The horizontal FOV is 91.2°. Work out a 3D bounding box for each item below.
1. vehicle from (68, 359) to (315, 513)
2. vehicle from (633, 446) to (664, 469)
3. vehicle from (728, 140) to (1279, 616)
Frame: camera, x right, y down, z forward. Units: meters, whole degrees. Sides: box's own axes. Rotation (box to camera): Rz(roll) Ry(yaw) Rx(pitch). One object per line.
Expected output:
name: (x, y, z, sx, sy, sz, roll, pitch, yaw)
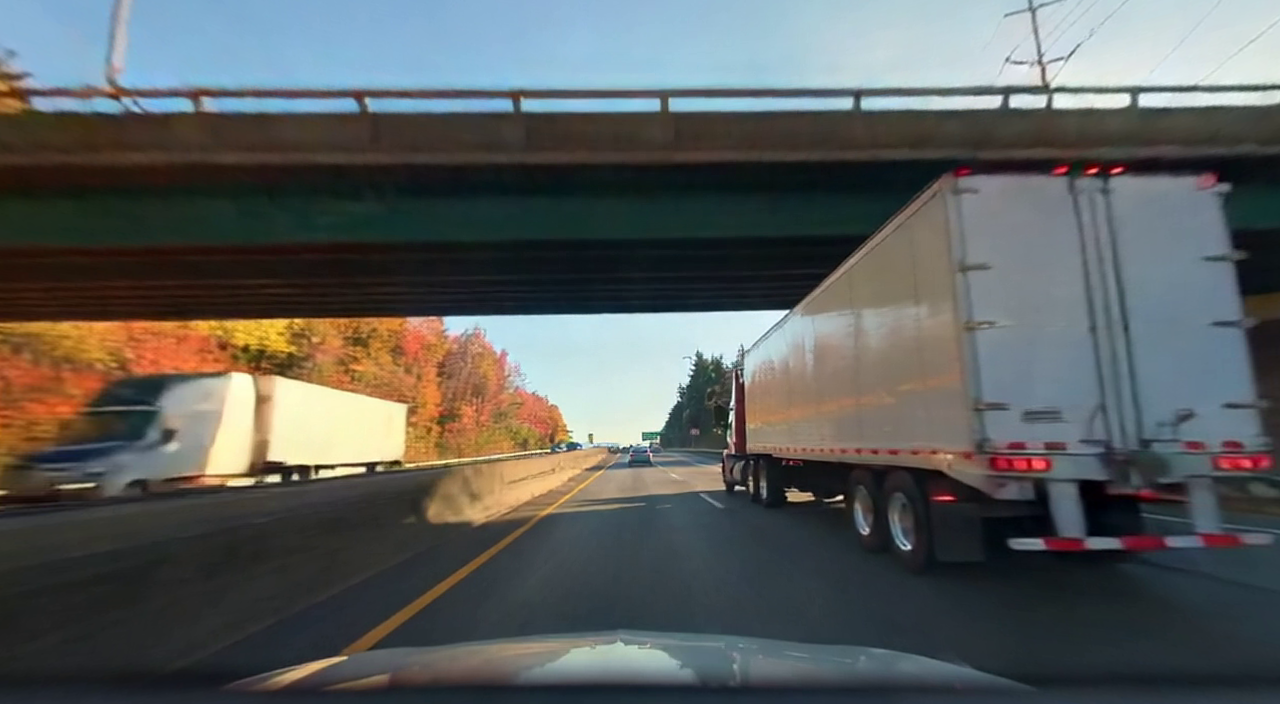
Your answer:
vehicle: (-13.630, 2.681, 19.923, 3.170, 4.126, 5.938, 0, -9, 0)
vehicle: (0.526, 6.967, 41.447, 1.961, 1.454, 3.755, 0, -9, 0)
vehicle: (4.386, 1.212, 12.707, 2.956, 4.281, 14.327, 0, -9, -1)
